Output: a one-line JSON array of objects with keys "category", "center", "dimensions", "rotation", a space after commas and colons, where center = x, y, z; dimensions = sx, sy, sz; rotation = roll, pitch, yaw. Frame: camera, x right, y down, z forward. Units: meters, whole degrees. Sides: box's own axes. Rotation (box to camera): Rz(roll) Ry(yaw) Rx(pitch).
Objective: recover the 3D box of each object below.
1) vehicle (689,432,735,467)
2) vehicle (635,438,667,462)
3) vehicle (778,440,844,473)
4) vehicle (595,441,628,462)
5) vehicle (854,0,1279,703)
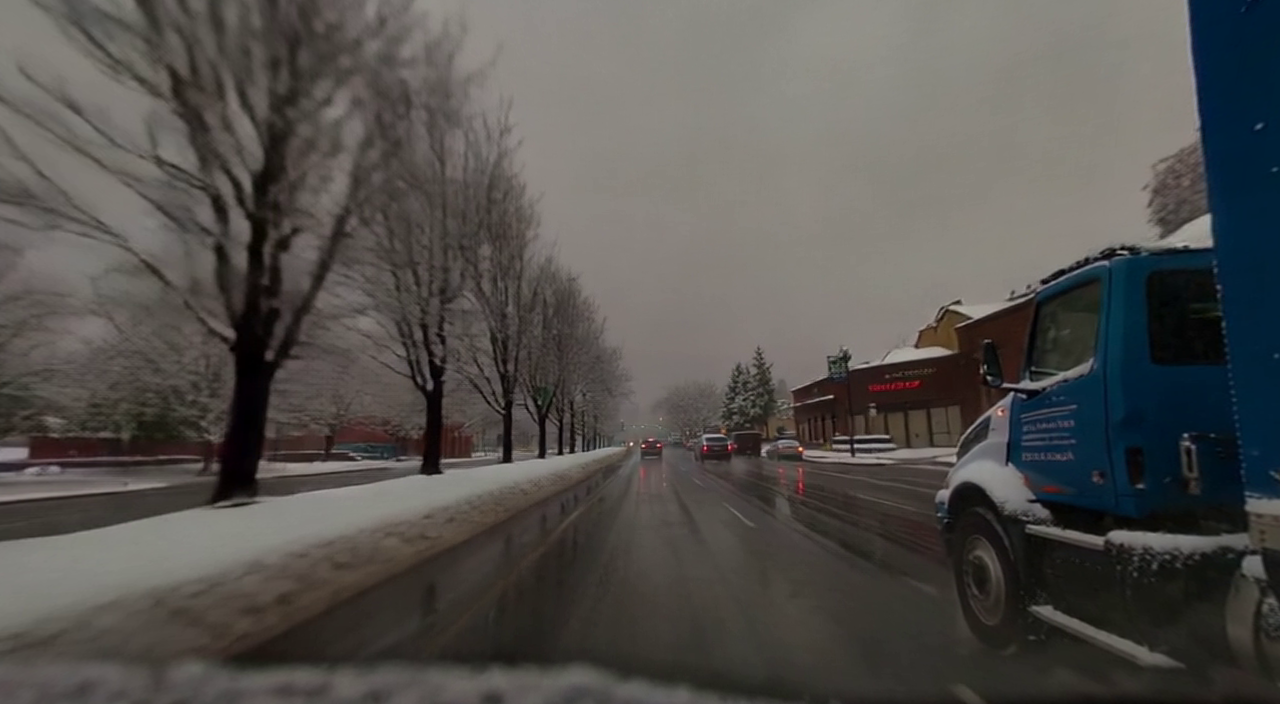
[{"category": "vehicle", "center": [4.220, 5.800, 37.639], "dimensions": [2.196, 1.908, 4.412], "rotation": [-1, -8, 0]}, {"category": "vehicle", "center": [0.825, 7.272, 46.890], "dimensions": [2.276, 1.704, 3.925], "rotation": [-1, -8, 2]}, {"category": "vehicle", "center": [8.326, 5.115, 31.085], "dimensions": [2.006, 1.484, 4.289], "rotation": [-1, -8, 0]}, {"category": "vehicle", "center": [-2.233, 7.870, 49.877], "dimensions": [2.211, 1.537, 4.666], "rotation": [-1, -8, 2]}, {"category": "vehicle", "center": [3.610, -0.274, 2.280], "dimensions": [3.006, 3.679, 8.506], "rotation": [-1, -8, 3]}]
